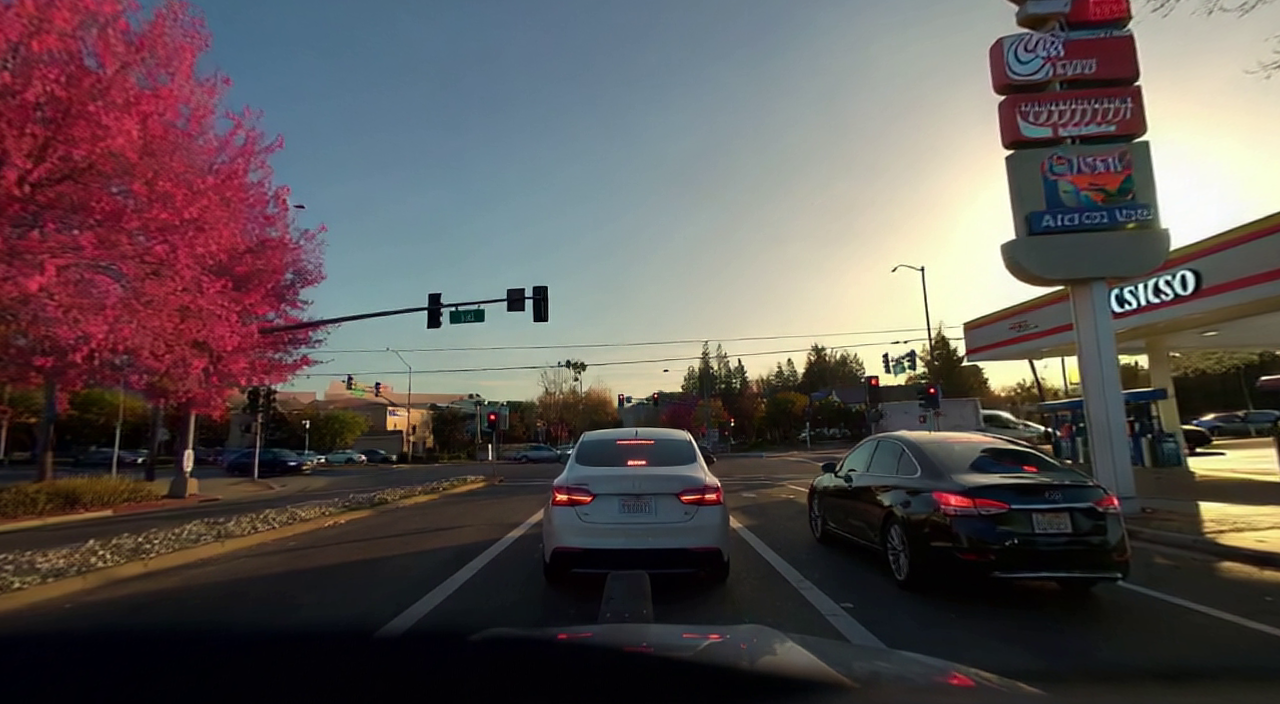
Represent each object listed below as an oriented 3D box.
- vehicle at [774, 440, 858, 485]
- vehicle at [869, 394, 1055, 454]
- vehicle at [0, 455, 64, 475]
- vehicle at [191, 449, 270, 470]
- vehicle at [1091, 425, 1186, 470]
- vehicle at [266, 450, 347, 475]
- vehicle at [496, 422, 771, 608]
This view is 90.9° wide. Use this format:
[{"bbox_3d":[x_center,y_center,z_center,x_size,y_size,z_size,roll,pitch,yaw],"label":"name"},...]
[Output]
[{"bbox_3d":[6.513,4.129,23.885,1.942,1.511,4.390,0,-8,1],"label":"vehicle"},{"bbox_3d":[22.064,5.120,43.990,10.890,3.868,3.021,-2,-9,13],"label":"vehicle"},{"bbox_3d":[-45.880,8.361,46.870,4.511,1.407,1.764,-1,-8,4],"label":"vehicle"},{"bbox_3d":[-29.469,7.749,45.398,4.466,1.438,1.837,-1,-8,5],"label":"vehicle"},{"bbox_3d":[18.564,3.525,23.382,4.300,1.495,2.053,8,-12,-43],"label":"vehicle"},{"bbox_3d":[-20.931,6.880,39.500,4.609,1.465,1.944,-4,-9,23],"label":"vehicle"},{"bbox_3d":[-0.069,1.614,7.179,2.213,1.482,4.057,0,-8,-1],"label":"vehicle"}]
